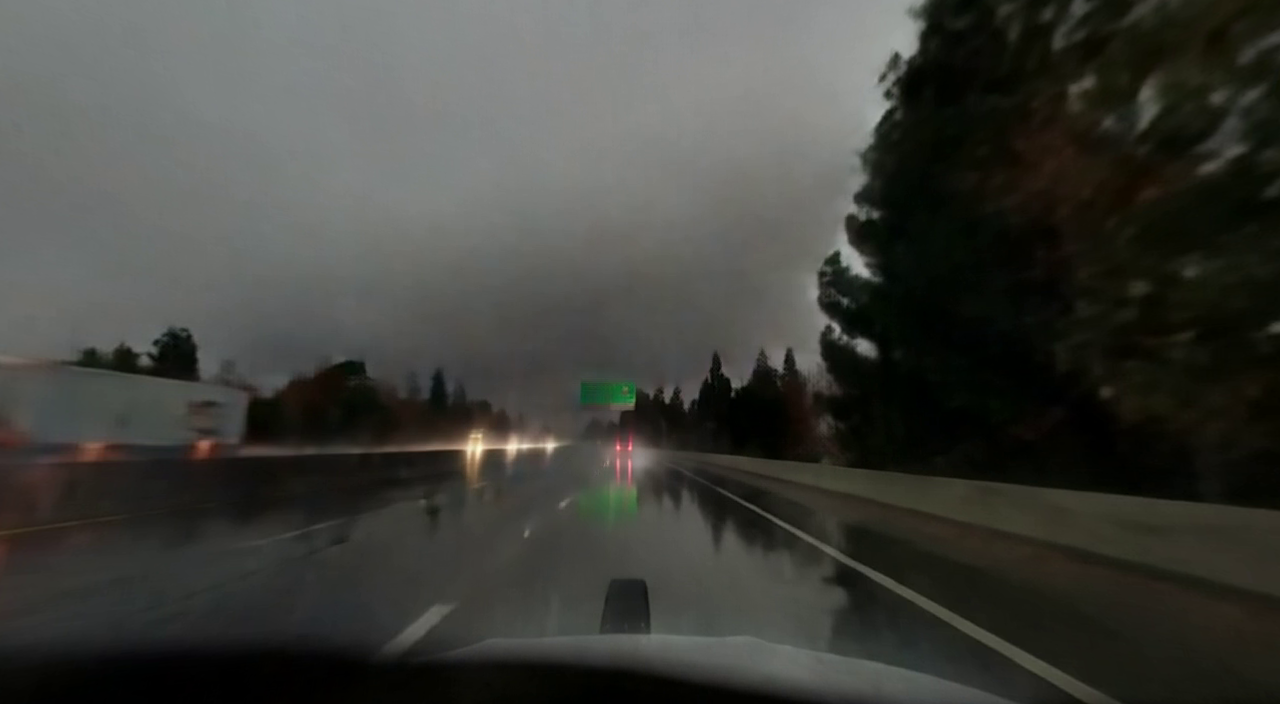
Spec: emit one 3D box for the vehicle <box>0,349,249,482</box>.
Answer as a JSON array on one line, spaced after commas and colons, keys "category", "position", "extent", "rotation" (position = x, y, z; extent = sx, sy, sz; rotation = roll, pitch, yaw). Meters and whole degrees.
[{"category": "vehicle", "position": [-21.164, 2.746, 24.487], "extent": [2.925, 4.030, 14.186], "rotation": [0, -9, -1]}]
